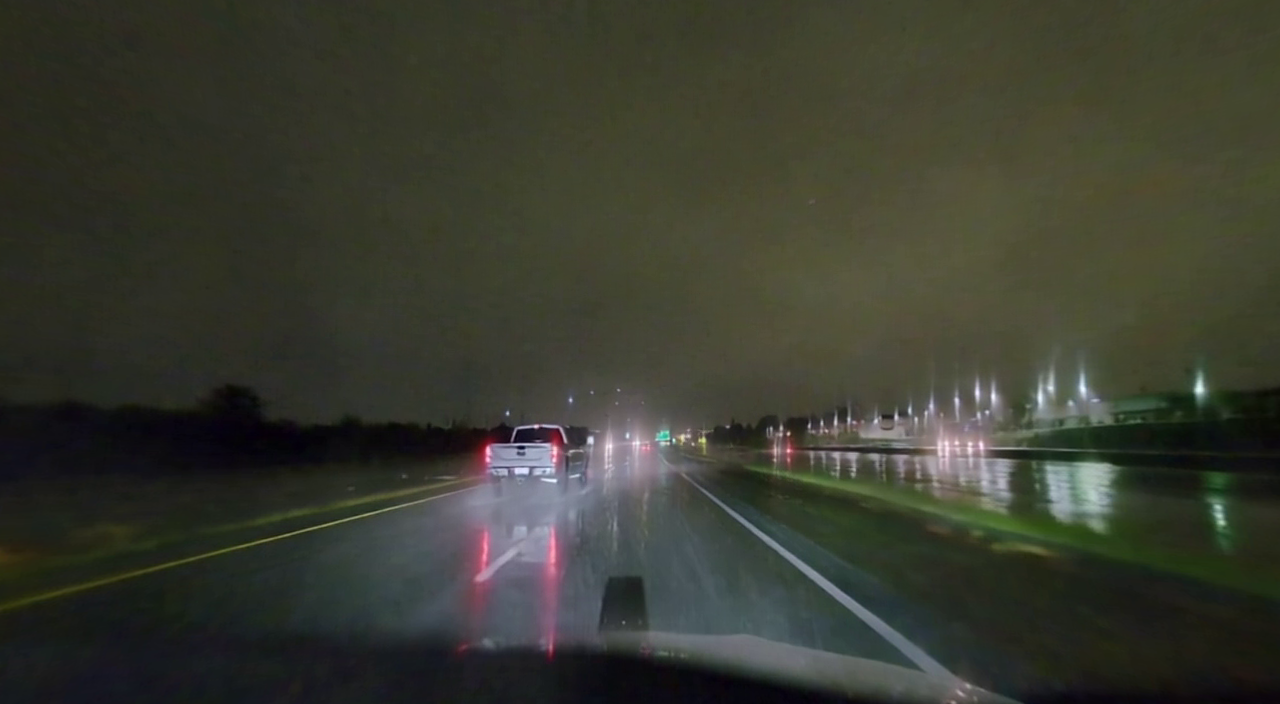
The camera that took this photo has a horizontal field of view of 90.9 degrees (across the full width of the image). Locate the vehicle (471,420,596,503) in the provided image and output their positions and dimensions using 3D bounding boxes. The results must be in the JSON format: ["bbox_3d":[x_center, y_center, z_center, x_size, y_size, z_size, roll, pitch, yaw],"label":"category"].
[{"bbox_3d":[-2.678,2.973,17.577,2.350,1.932,5.562,-1,-8,2],"label":"vehicle"}]
